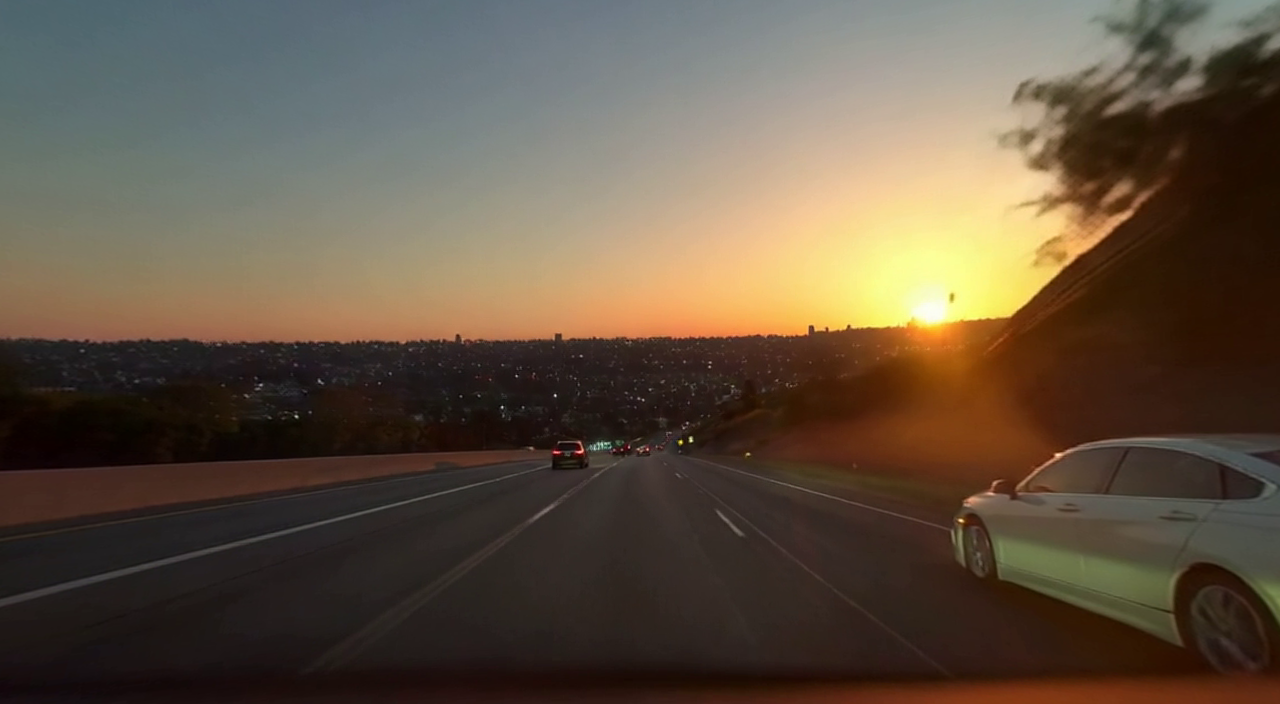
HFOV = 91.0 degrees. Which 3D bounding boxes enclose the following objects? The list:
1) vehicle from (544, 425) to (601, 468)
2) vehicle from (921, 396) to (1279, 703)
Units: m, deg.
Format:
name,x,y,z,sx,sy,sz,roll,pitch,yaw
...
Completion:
name,x,y,z,sx,sy,sz,roll,pitch,yaw
vehicle,-3.736,5.448,36.290,2.496,2.203,6.317,0,-9,1
vehicle,3.628,1.076,3.334,2.047,1.532,4.884,0,-9,0
